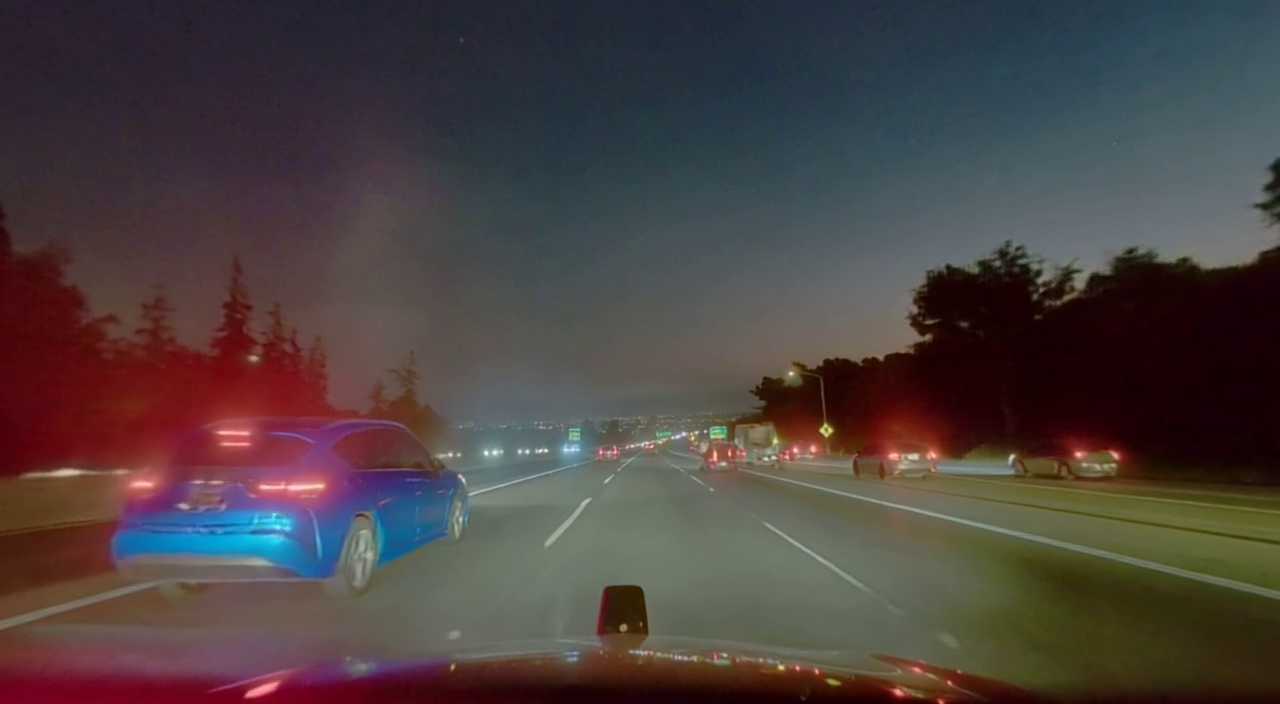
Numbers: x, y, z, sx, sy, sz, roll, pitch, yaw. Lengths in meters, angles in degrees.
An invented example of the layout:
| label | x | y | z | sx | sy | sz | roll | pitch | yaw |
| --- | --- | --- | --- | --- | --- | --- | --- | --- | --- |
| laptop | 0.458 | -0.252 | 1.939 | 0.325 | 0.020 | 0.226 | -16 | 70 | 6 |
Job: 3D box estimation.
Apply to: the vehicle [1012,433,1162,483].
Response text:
| label | x | y | z | sx | sy | sz | roll | pitch | yaw |
| --- | --- | --- | --- | --- | --- | --- | --- | --- | --- |
| vehicle | 19.487 | 4.657 | 27.997 | 2.221 | 1.995 | 5.803 | 0 | -9 | -2 |

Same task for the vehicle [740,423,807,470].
| label | x | y | z | sx | sy | sz | roll | pitch | yaw |
| --- | --- | --- | --- | --- | --- | --- | --- | --- | --- |
| vehicle | 7.942 | 5.736 | 38.126 | 2.729 | 2.628 | 4.875 | 0 | -9 | -2 |

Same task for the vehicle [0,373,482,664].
| label | x | y | z | sx | sy | sz | roll | pitch | yaw |
| --- | --- | --- | --- | --- | --- | --- | --- | --- | --- |
| vehicle | -3.469 | 1.403 | 6.535 | 2.218 | 1.764 | 5.229 | 0 | -9 | 1 |

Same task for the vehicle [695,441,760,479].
| label | x | y | z | sx | sy | sz | roll | pitch | yaw |
| --- | --- | --- | --- | --- | --- | --- | --- | --- | --- |
| vehicle | 3.701 | 4.658 | 27.459 | 2.080 | 1.493 | 4.674 | 0 | -9 | -1 |
